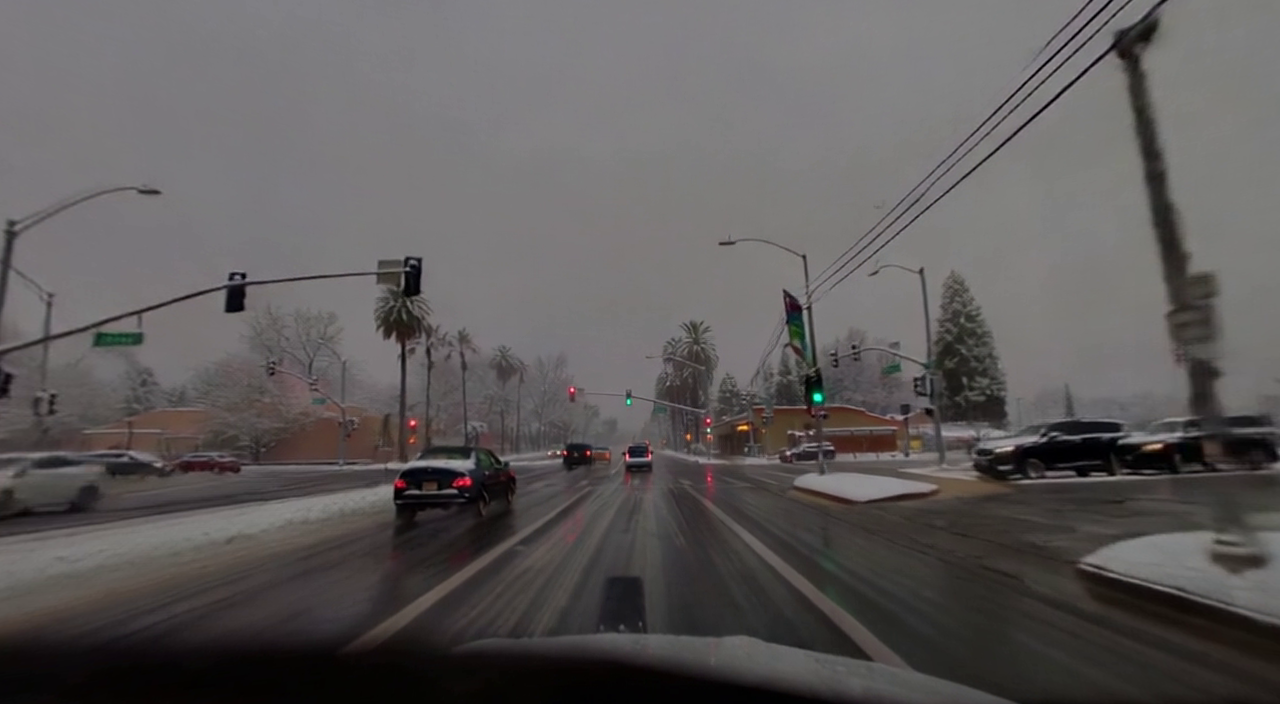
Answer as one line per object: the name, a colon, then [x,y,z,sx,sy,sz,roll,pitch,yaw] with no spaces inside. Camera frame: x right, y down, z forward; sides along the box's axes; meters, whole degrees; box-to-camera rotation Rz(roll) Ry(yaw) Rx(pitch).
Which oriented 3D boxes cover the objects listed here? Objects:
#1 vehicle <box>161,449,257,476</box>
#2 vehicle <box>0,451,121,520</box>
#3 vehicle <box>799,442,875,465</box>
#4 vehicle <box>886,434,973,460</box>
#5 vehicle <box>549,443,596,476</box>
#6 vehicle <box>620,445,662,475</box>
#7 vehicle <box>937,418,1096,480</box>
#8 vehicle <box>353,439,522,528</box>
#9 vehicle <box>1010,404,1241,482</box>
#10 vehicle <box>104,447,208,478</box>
vehicle: [-28.790,7.377,42.006,4.945,1.582,1.938,-2,-10,-1]
vehicle: [-15.198,3.116,14.817,1.930,1.476,4.543,0,-8,1]
vehicle: [13.384,6.895,42.846,4.532,1.504,2.087,0,-8,1]
vehicle: [22.698,7.464,49.362,5.659,1.913,2.321,0,-8,-3]
vehicle: [-3.547,5.711,33.642,1.979,1.634,3.957,0,-8,2]
vehicle: [0.085,5.689,33.304,2.094,1.496,4.070,0,-8,1]
vehicle: [10.992,2.890,18.779,1.982,1.623,4.211,0,-8,-2]
vehicle: [-3.912,2.597,13.054,1.904,1.513,4.410,0,-8,2]
vehicle: [13.690,2.667,18.414,2.345,1.886,5.809,-1,-8,3]
vehicle: [-29.650,6.748,38.579,4.640,1.809,2.118,0,-8,1]
